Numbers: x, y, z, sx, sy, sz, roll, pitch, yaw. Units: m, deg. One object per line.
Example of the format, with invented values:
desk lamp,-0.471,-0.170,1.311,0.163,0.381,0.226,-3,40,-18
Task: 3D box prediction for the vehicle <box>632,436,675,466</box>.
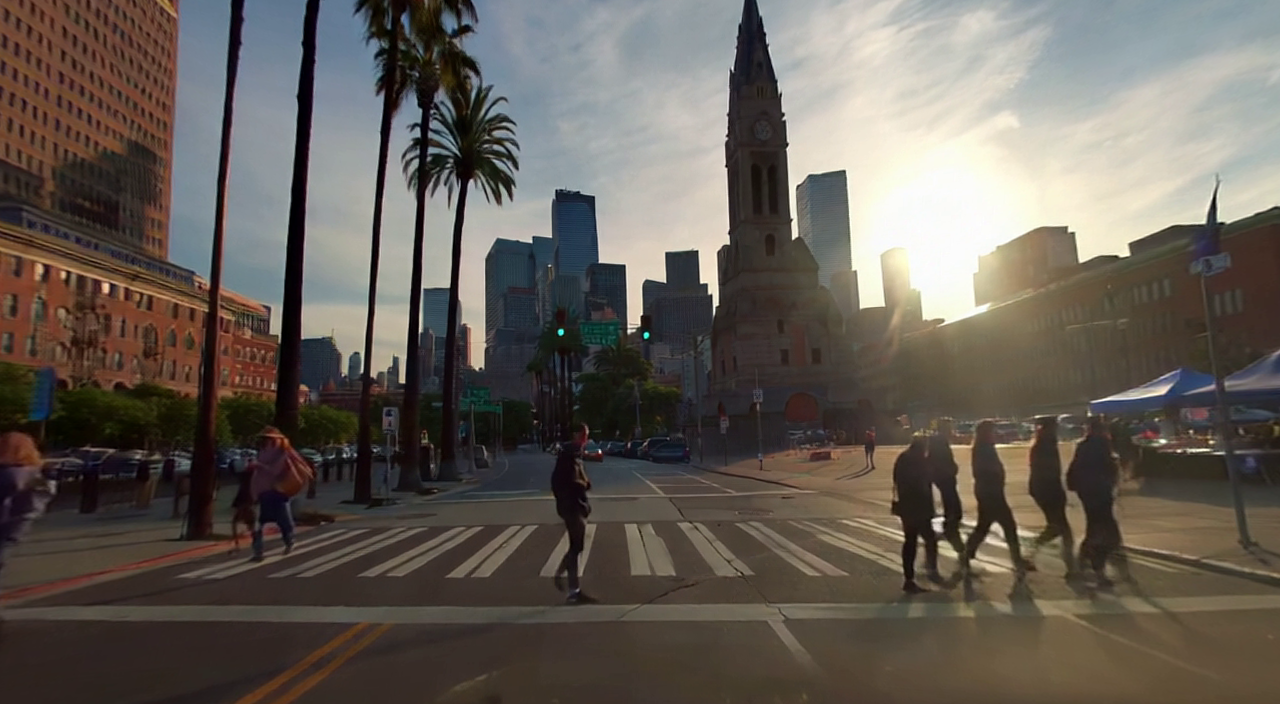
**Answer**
vehicle,0.919,7.289,46.657,2.322,2.071,5.366,1,-9,-9
